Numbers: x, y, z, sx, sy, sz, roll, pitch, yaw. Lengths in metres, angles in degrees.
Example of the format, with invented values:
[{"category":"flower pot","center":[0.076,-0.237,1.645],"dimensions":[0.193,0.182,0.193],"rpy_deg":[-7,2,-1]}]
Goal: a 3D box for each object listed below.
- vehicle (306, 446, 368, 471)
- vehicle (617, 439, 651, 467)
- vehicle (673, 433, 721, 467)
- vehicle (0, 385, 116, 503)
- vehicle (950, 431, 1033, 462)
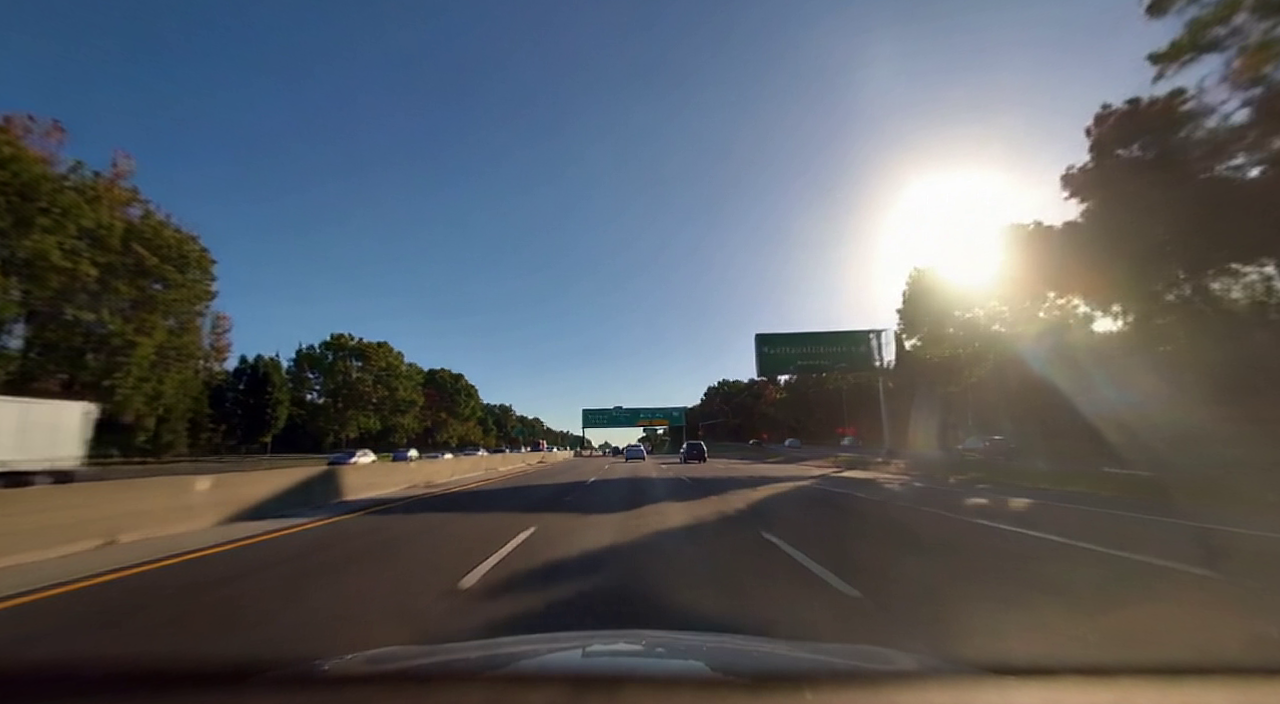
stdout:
[{"category":"vehicle","center":[-19.148,6.718,40.075],"dimensions":[1.835,1.508,4.220],"rpy_deg":[0,-8,0]},{"category":"vehicle","center":[-0.374,6.586,41.297],"dimensions":[2.105,1.711,4.293],"rpy_deg":[0,-8,0]},{"category":"vehicle","center":[3.686,6.453,41.690],"dimensions":[2.505,2.020,5.532],"rpy_deg":[0,-8,-1]},{"category":"vehicle","center":[-18.923,2.282,15.573],"dimensions":[2.742,3.208,10.824],"rpy_deg":[0,-8,0]},{"category":"vehicle","center":[18.002,4.861,32.540],"dimensions":[1.872,1.459,4.502],"rpy_deg":[-1,-8,3]}]
